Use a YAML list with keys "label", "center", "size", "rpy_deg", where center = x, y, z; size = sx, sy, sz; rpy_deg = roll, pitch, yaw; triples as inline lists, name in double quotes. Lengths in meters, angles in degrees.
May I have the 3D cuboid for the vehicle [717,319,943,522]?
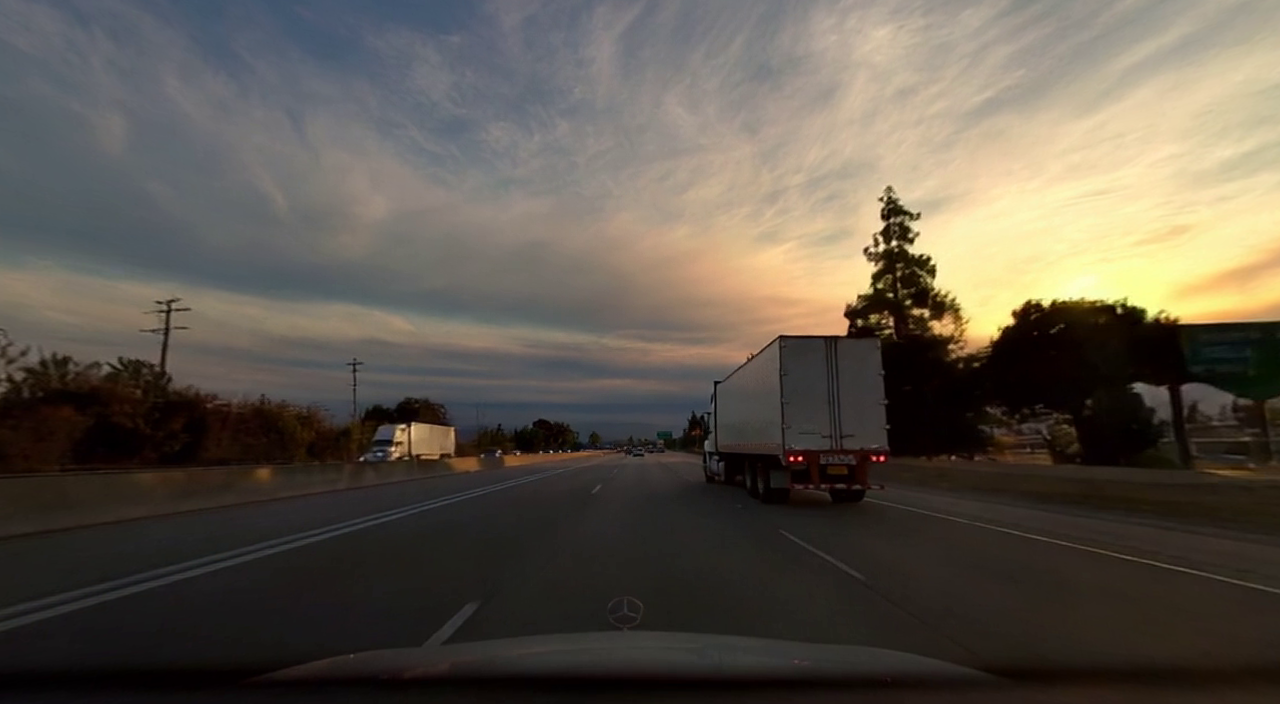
- label: "vehicle"
  center: [4.757, 2.344, 19.563]
  size: [3.058, 4.312, 12.251]
  rpy_deg: [0, -9, -1]
